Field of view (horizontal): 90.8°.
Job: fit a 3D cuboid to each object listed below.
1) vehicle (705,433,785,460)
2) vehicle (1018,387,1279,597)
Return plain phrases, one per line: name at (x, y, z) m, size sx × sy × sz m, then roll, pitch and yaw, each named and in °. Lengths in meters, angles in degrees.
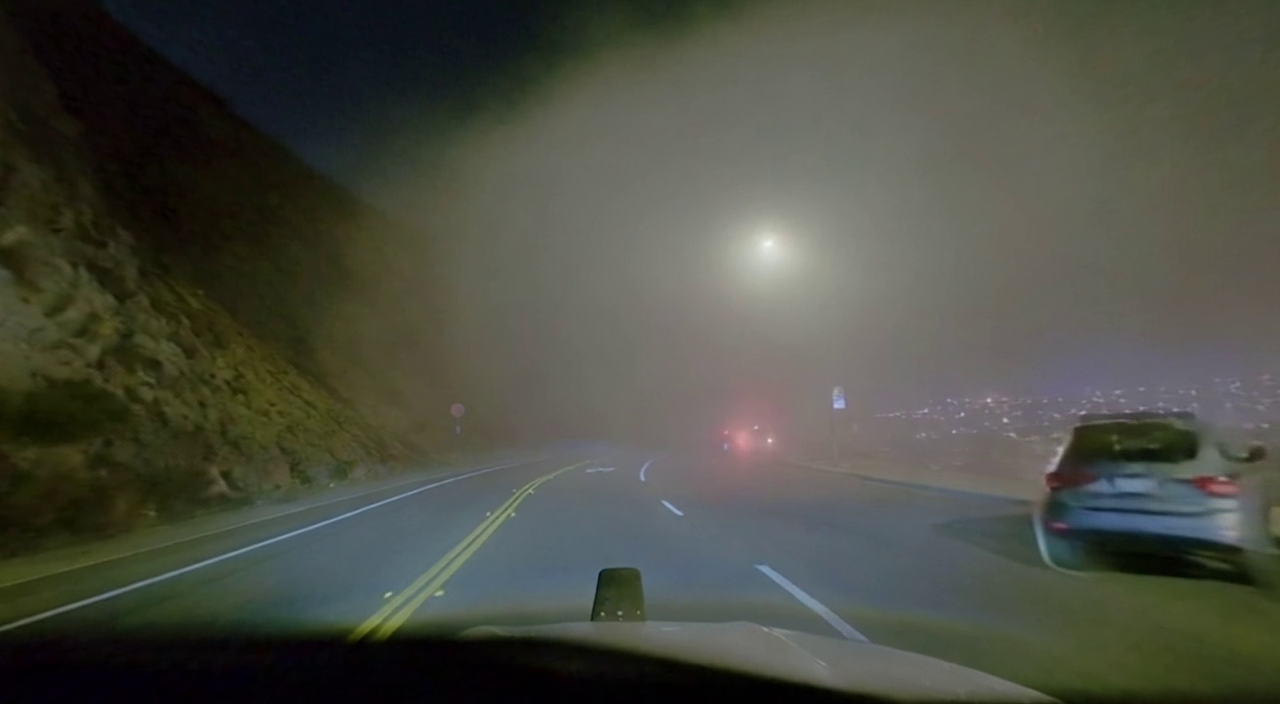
vehicle at (6.655, 5.911, 39.873) m, size 4.963 × 1.585 × 2.155 m, roll 6°, pitch -10°, yaw -38°
vehicle at (6.247, 1.432, 7.186) m, size 4.453 × 1.667 × 2.064 m, roll 8°, pitch -12°, yaw -43°
